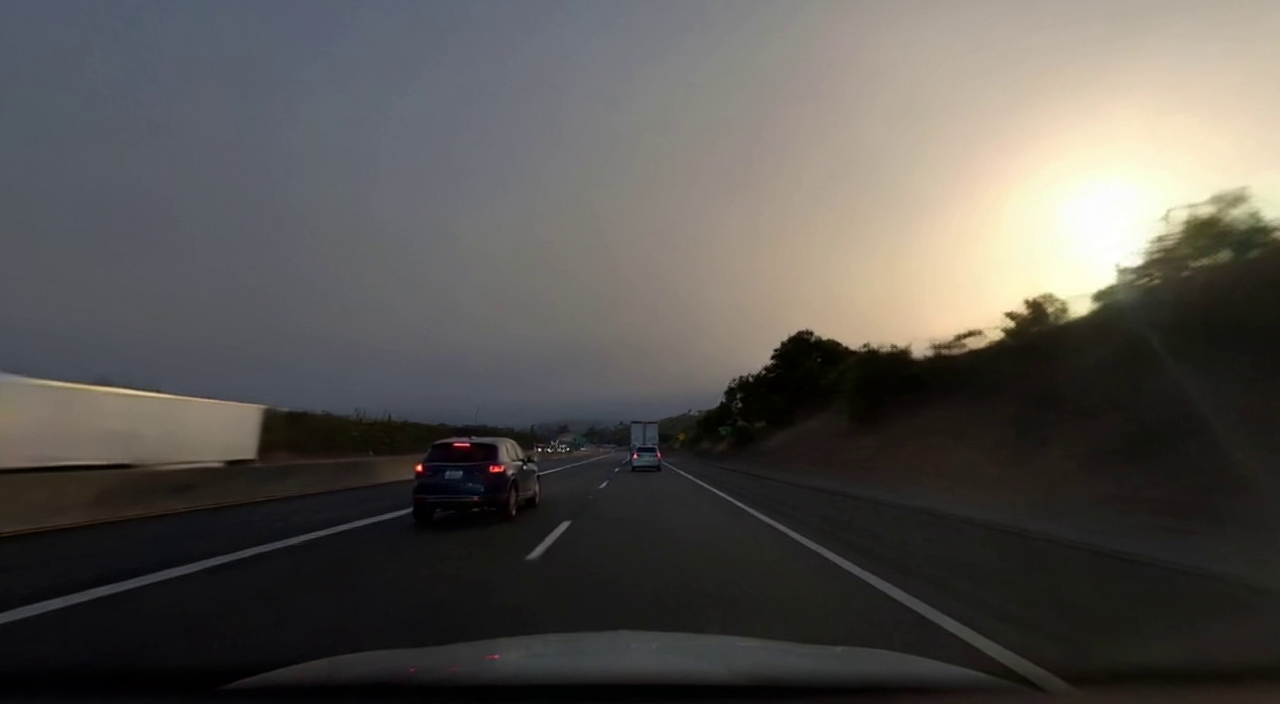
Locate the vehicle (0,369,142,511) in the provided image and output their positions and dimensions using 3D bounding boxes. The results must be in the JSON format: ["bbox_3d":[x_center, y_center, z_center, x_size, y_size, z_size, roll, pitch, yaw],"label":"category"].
[{"bbox_3d":[-16.281,2.080,14.795,2.675,3.281,7.573,0,-9,0],"label":"vehicle"}]

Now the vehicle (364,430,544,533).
[{"bbox_3d":[-3.407,2.494,12.641,2.181,1.653,4.691,0,-9,0],"label":"vehicle"}]

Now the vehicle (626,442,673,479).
[{"bbox_3d":[0.423,5.511,31.929,2.230,1.715,4.243,0,-9,0],"label":"vehicle"}]
